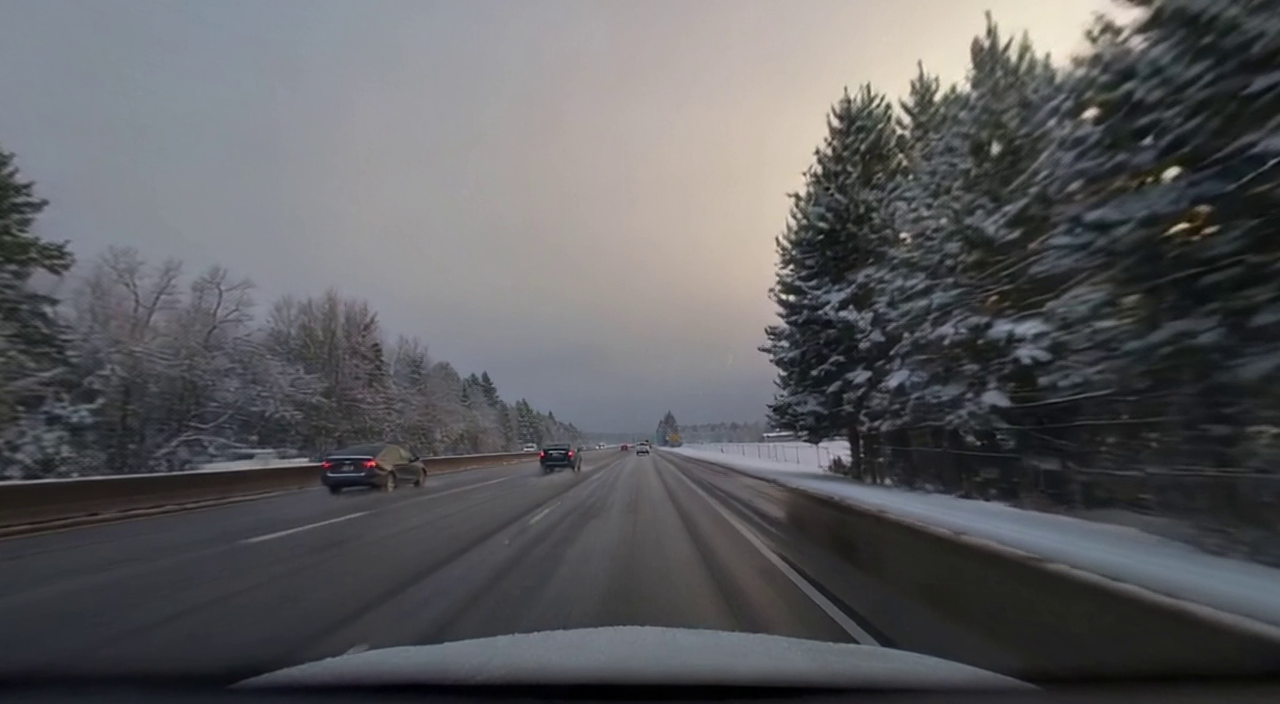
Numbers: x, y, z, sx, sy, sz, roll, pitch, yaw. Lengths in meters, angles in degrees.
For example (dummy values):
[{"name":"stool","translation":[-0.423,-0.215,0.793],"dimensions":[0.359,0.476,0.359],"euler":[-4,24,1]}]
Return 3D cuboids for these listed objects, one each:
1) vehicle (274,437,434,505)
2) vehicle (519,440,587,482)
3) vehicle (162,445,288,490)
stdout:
[{"name":"vehicle","translation":[-7.307,3.060,16.735],"dimensions":[2.034,1.523,4.627],"euler":[0,-9,1]},{"name":"vehicle","translation":[-3.554,4.526,26.539],"dimensions":[2.083,1.588,4.801],"euler":[0,-9,1]},{"name":"vehicle","translation":[-15.550,4.300,23.895],"dimensions":[1.833,1.510,4.232],"euler":[0,-9,1]}]
